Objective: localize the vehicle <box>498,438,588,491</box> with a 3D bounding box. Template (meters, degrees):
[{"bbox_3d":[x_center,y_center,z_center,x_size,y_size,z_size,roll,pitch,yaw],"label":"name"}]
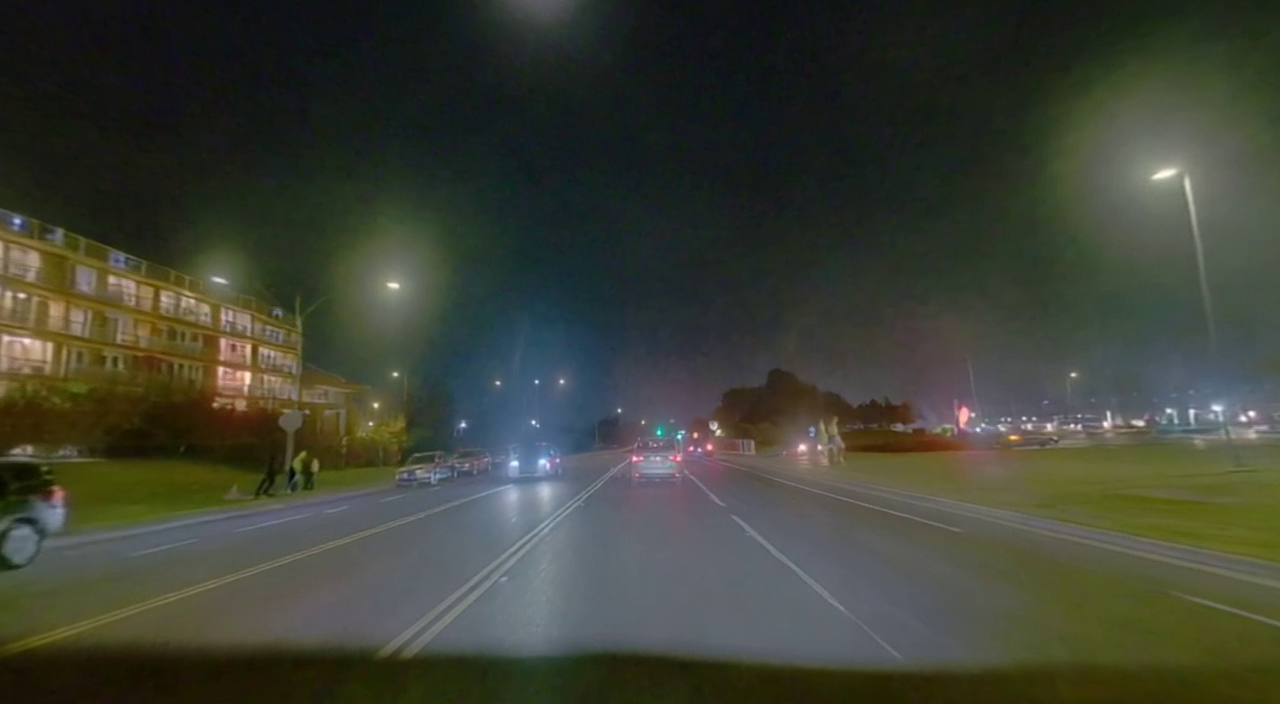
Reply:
[{"bbox_3d":[-2.912,3.488,19.906,2.104,1.455,4.199,-1,-9,1],"label":"vehicle"}]

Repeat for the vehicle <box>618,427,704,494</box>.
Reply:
[{"bbox_3d":[0.515,2.999,17.664,2.132,1.632,3.838,0,-9,0],"label":"vehicle"}]

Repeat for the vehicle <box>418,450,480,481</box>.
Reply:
[{"bbox_3d":[-10.285,6.121,34.264,1.839,1.474,4.694,-1,-9,1],"label":"vehicle"}]
